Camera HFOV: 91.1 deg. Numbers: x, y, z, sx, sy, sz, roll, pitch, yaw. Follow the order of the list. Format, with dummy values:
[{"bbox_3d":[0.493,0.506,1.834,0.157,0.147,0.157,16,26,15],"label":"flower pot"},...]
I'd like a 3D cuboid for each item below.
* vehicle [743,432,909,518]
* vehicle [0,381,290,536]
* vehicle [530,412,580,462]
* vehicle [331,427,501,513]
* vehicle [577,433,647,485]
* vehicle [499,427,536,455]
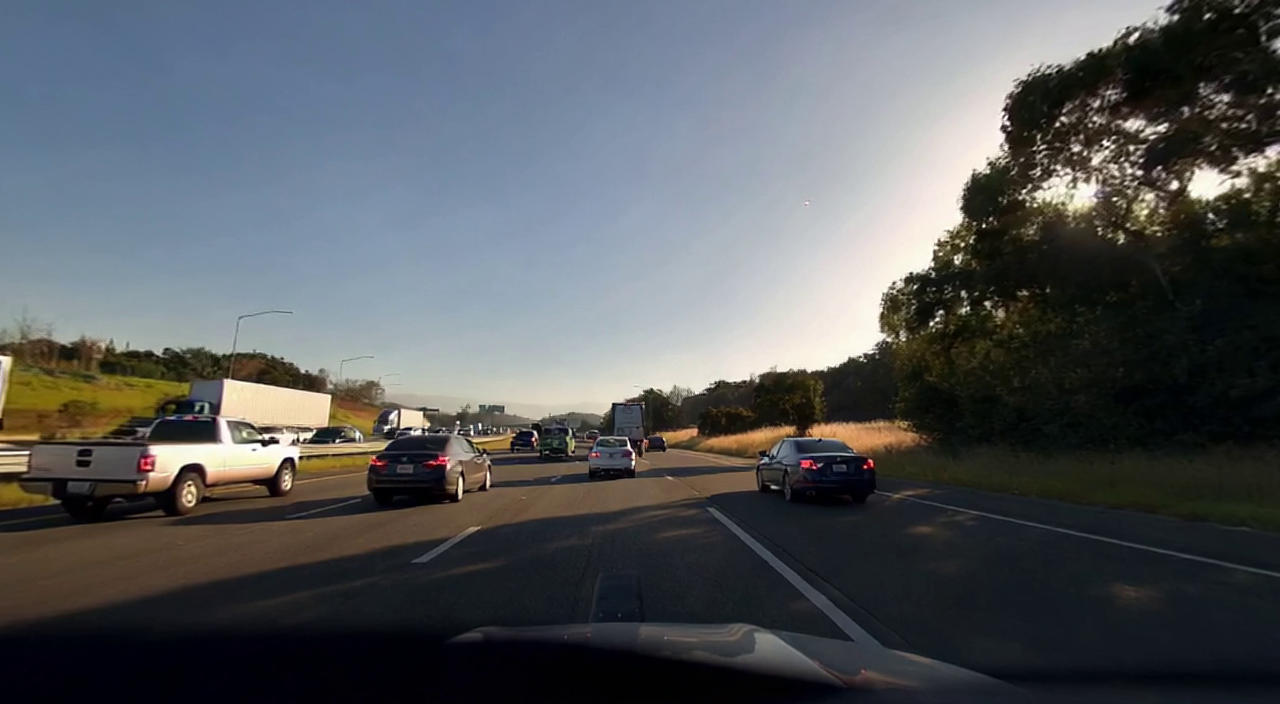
[{"bbox_3d":[3.615,2.453,13.224,1.981,1.474,4.396,0,-8,-2],"label":"vehicle"},{"bbox_3d":[-8.126,1.654,10.296,2.158,1.943,4.662,0,-8,-1],"label":"vehicle"},{"bbox_3d":[-4.846,4.965,36.774,2.303,2.610,6.579,0,-8,-3],"label":"vehicle"},{"bbox_3d":[-4.416,2.367,13.260,2.046,1.493,4.384,0,-8,-1],"label":"vehicle"},{"bbox_3d":[-0.864,3.301,19.795,1.980,1.478,3.758,0,-8,-2],"label":"vehicle"},{"bbox_3d":[-9.405,6.864,48.638,2.023,1.992,4.581,0,-8,-2],"label":"vehicle"}]
